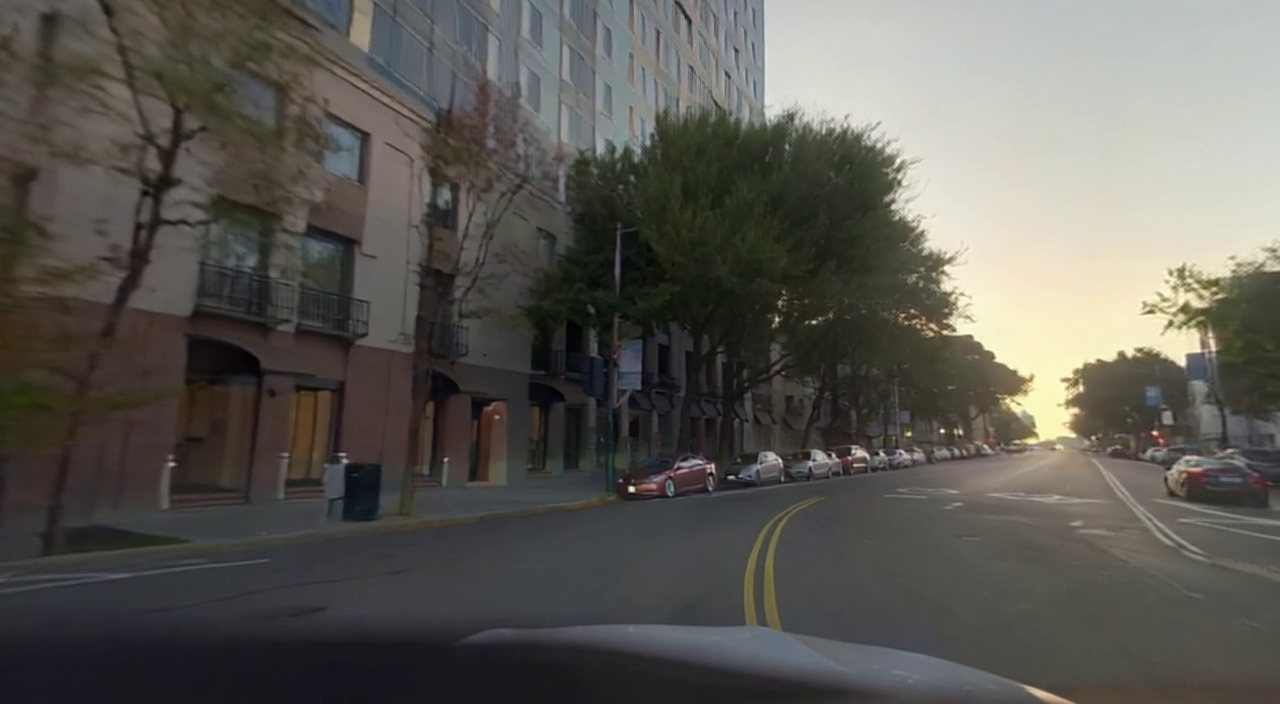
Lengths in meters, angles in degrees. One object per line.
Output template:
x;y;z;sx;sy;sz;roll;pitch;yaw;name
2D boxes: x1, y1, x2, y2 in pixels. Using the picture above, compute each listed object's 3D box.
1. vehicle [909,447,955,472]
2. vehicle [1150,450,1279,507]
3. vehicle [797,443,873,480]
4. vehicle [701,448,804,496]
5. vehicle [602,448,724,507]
18.315;6.680;39.431;1.852;1.465;4.092;-6;-10;33;vehicle
17.856;3.856;19.807;2.148;1.488;4.508;-5;-9;31;vehicle
10.637;5.850;34.058;2.171;1.816;5.274;-6;-10;36;vehicle
4.555;4.638;24.900;2.179;1.658;4.765;-6;-10;34;vehicle
0.868;3.931;20.264;1.922;1.628;4.291;-6;-10;34;vehicle
